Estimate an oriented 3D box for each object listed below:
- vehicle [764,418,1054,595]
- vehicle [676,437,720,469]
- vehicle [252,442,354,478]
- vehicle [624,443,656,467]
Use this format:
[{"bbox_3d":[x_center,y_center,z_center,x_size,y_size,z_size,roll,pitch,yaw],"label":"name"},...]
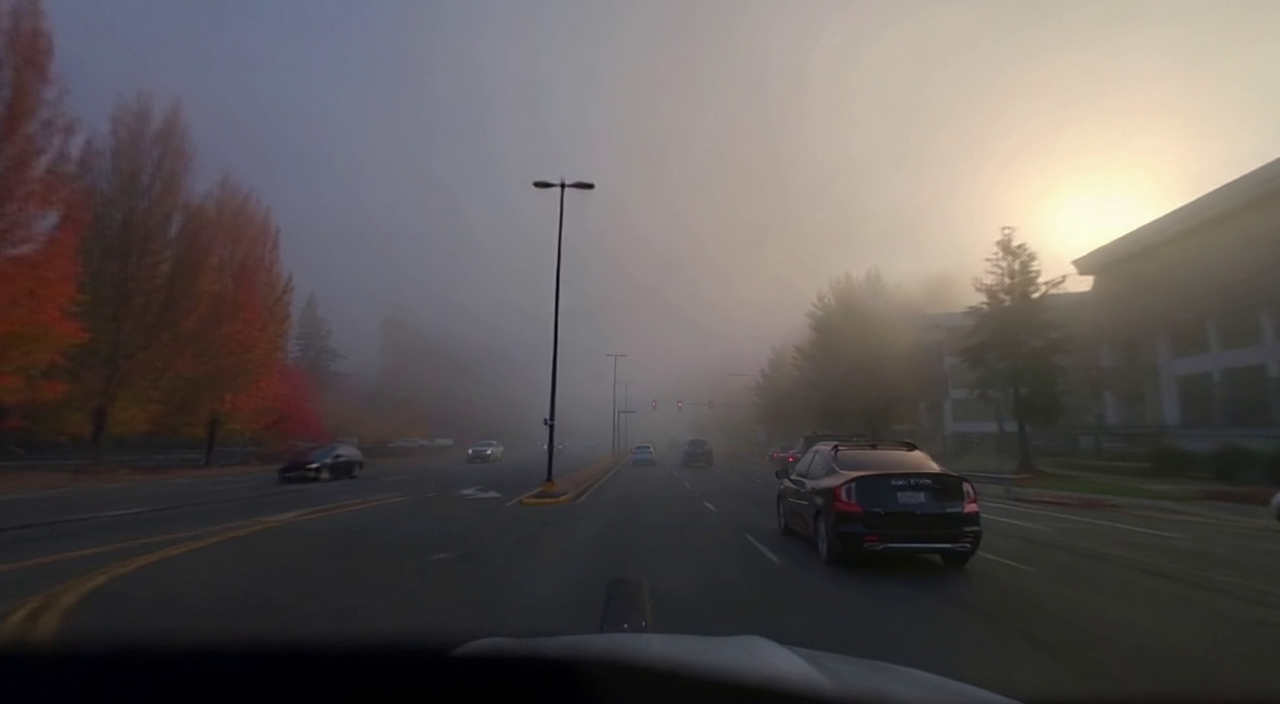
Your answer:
[{"bbox_3d":[2.930,1.749,7.956,1.901,1.634,3.896,1,-8,0],"label":"vehicle"},{"bbox_3d":[3.464,6.166,38.636,2.154,1.844,4.634,-1,-8,-1],"label":"vehicle"},{"bbox_3d":[-14.969,4.816,28.340,1.978,1.443,4.678,-1,-9,0],"label":"vehicle"},{"bbox_3d":[0.001,6.837,42.033,1.991,1.477,3.814,-1,-8,0],"label":"vehicle"}]
